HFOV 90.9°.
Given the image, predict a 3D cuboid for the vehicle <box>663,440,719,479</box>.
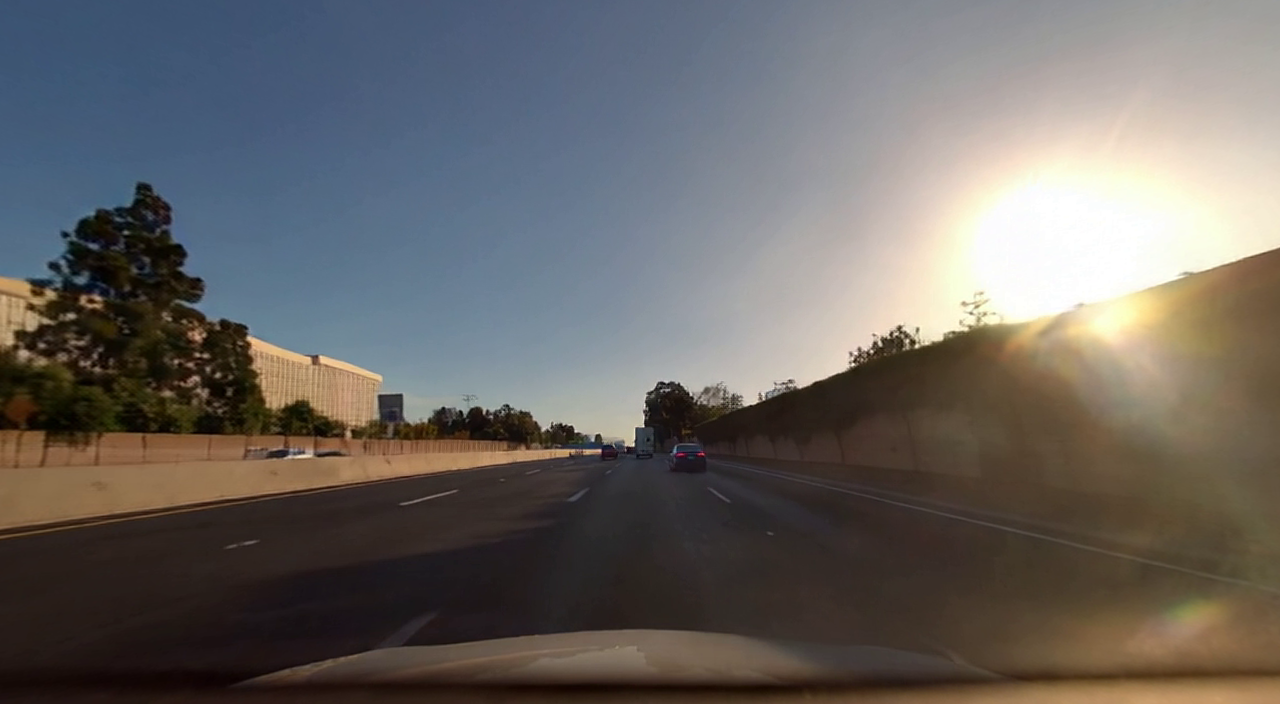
[{"bbox_3d":[2.130,4.659,27.505,1.973,1.536,4.337,0,-9,-1],"label":"vehicle"}]
